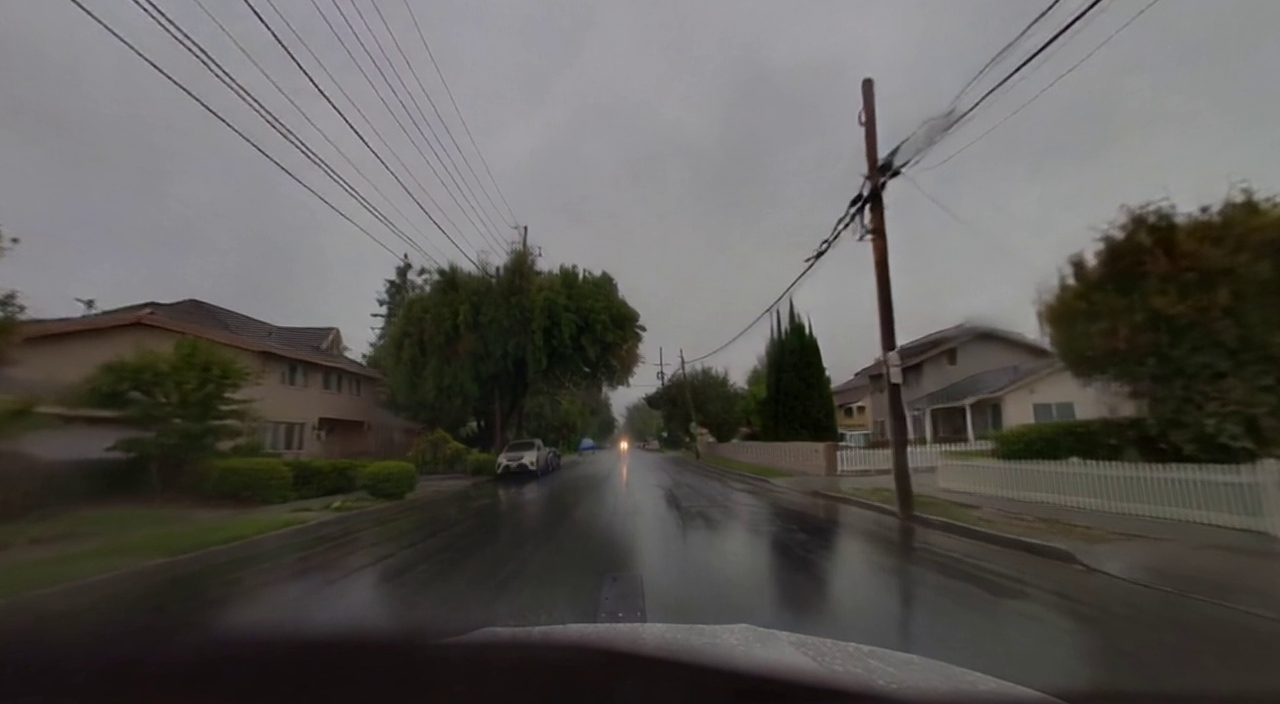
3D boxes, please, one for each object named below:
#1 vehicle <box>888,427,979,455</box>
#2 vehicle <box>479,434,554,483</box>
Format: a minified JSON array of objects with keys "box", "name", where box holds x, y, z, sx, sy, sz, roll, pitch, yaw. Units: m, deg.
[{"box":[17.394,5.323,37.626,4.372,1.490,2.032,-1,-10,1],"name":"vehicle"},{"box":[-5.851,5.129,30.839,2.411,1.979,5.915,-5,-8,0],"name":"vehicle"}]
